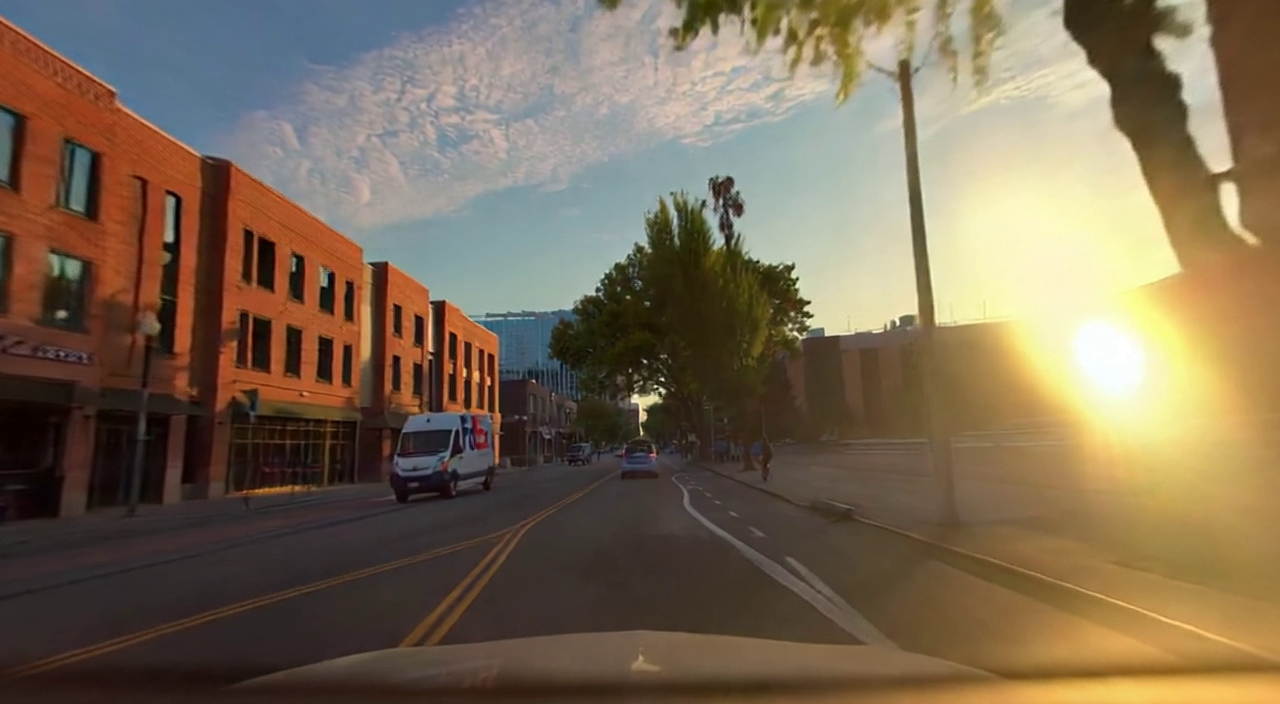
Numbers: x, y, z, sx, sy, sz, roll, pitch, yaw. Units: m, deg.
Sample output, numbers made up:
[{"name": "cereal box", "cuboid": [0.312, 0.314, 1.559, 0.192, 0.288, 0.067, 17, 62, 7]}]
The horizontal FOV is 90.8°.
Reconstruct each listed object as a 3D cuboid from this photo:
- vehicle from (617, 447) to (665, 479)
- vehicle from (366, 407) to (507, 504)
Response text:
[{"name": "vehicle", "cuboid": [0.106, 5.871, 33.682, 2.356, 1.572, 4.810, 0, -9, 1]}, {"name": "vehicle", "cuboid": [-7.240, 3.847, 23.765, 2.754, 3.065, 7.103, 0, -9, 1]}]
